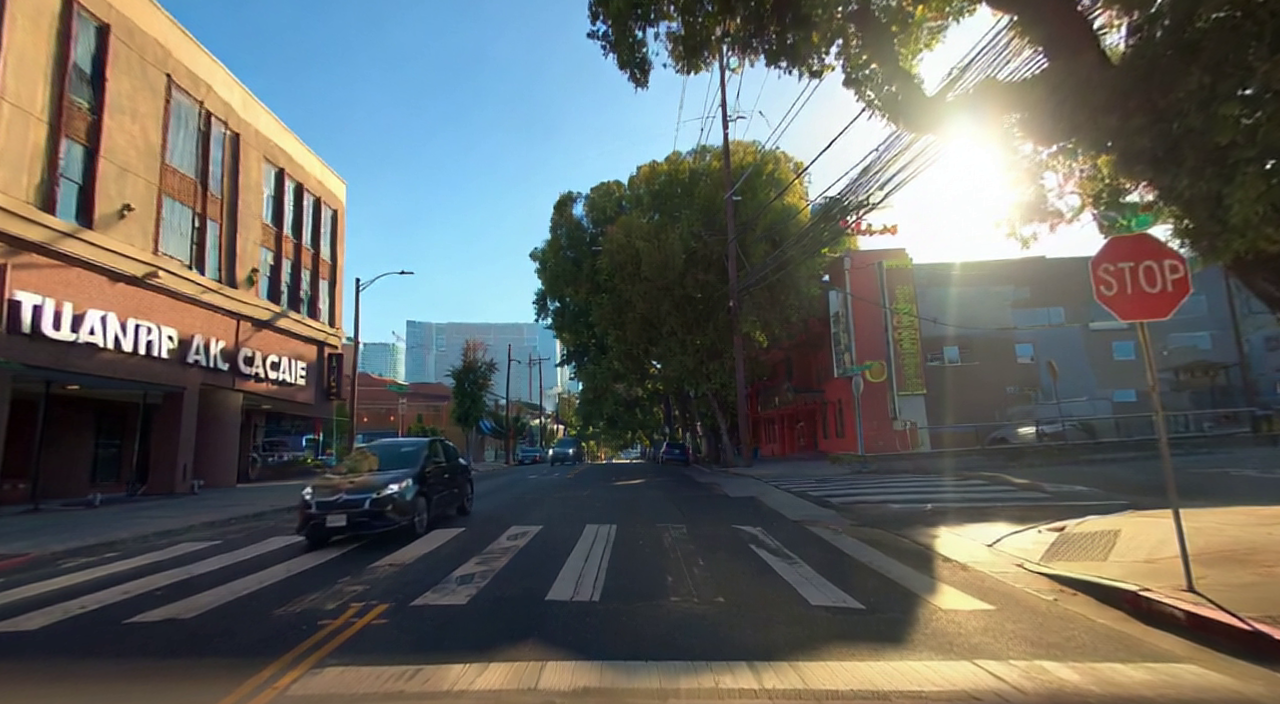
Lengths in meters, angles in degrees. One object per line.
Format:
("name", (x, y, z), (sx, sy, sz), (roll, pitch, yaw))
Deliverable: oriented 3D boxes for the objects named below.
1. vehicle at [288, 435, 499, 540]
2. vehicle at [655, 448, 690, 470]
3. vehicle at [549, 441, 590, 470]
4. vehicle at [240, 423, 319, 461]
("vehicle", (-4.144, 2.335, 11.633), (2.140, 1.512, 4.536), (0, -8, -1))
("vehicle", (2.098, 6.982, 41.424), (1.877, 1.373, 3.854), (0, -8, -4))
("vehicle", (-4.994, 7.433, 45.504), (2.495, 1.966, 4.846), (0, -8, -1))
("vehicle", (-28.130, 7.065, 49.660), (2.249, 2.760, 6.636), (0, -8, 0))
